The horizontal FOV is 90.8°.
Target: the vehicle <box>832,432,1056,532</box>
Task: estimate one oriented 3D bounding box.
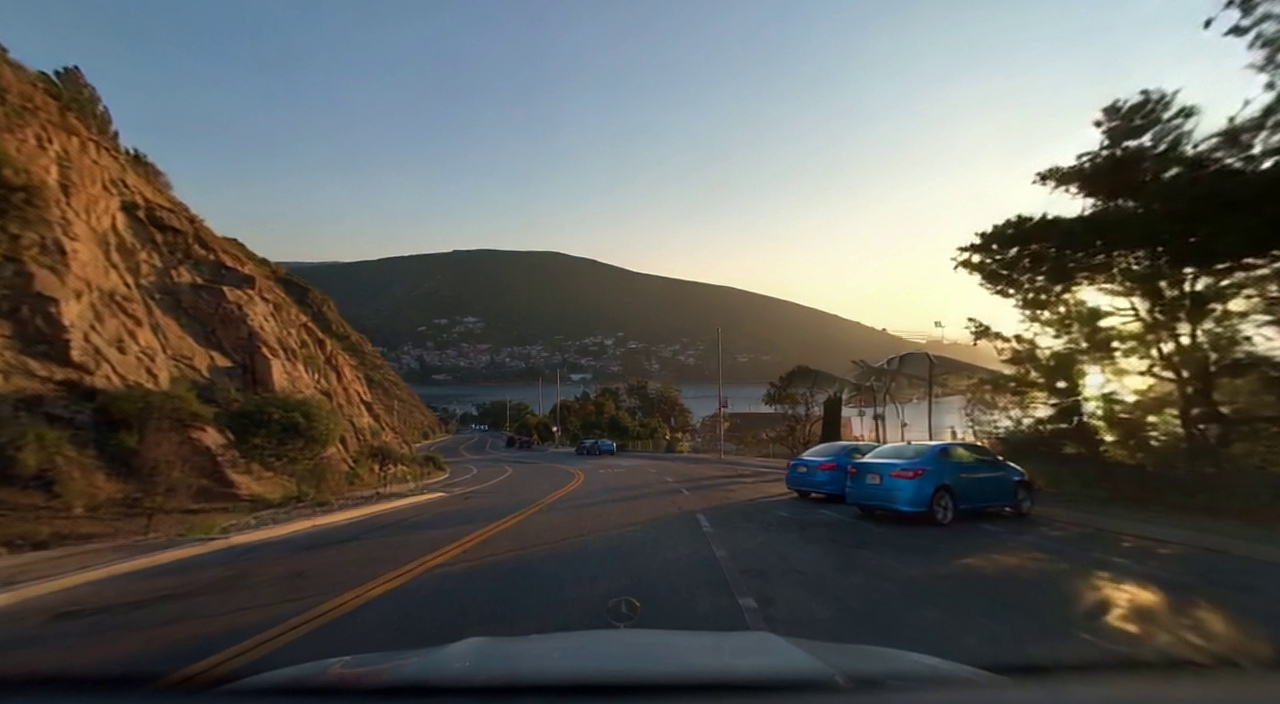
[{"bbox_3d":[5.888,2.327,11.990,4.609,1.505,2.061,7,-11,-40],"label":"vehicle"}]
